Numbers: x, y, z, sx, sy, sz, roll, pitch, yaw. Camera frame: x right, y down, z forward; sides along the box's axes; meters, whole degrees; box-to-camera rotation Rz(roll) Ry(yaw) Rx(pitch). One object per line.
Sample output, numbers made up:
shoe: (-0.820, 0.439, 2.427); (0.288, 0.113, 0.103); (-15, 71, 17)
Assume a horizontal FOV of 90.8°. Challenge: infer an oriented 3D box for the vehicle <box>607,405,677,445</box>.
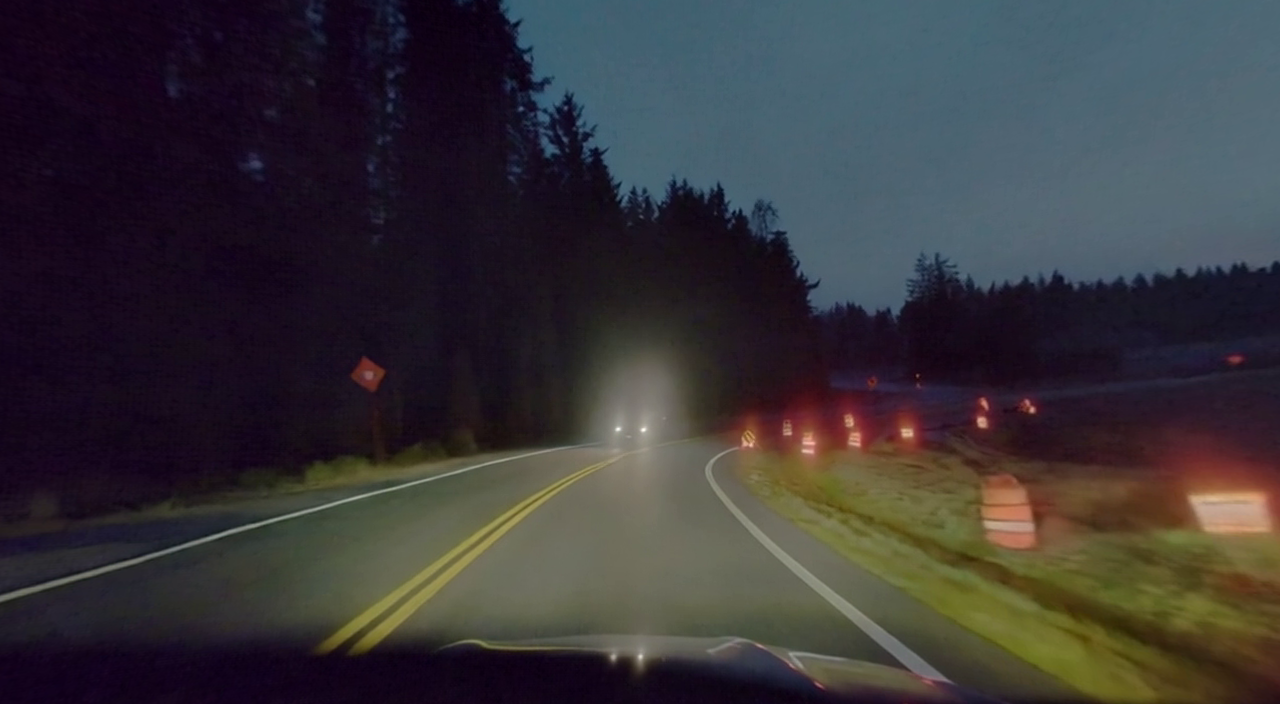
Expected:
vehicle: (0.207, 3.873, 33.155); (2.095, 1.939, 4.857); (-3, -8, 21)
